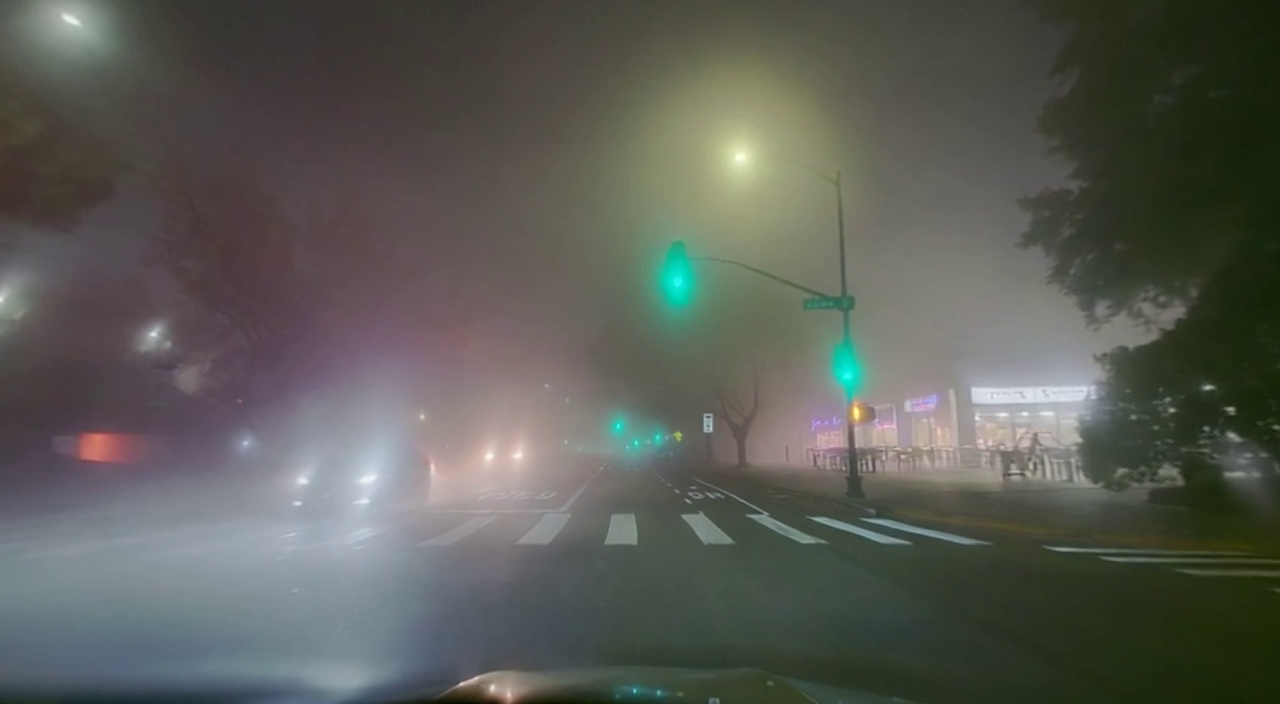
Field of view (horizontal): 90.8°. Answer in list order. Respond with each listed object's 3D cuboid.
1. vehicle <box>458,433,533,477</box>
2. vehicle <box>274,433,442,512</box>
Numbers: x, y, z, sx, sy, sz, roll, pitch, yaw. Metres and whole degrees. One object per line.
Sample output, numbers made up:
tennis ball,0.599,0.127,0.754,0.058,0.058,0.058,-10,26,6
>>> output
vehicle,-6.945,5.013,31.001,2.545,1.943,5.168,0,-8,-2
vehicle,-6.508,2.804,15.300,2.019,1.596,4.608,0,-8,-1
